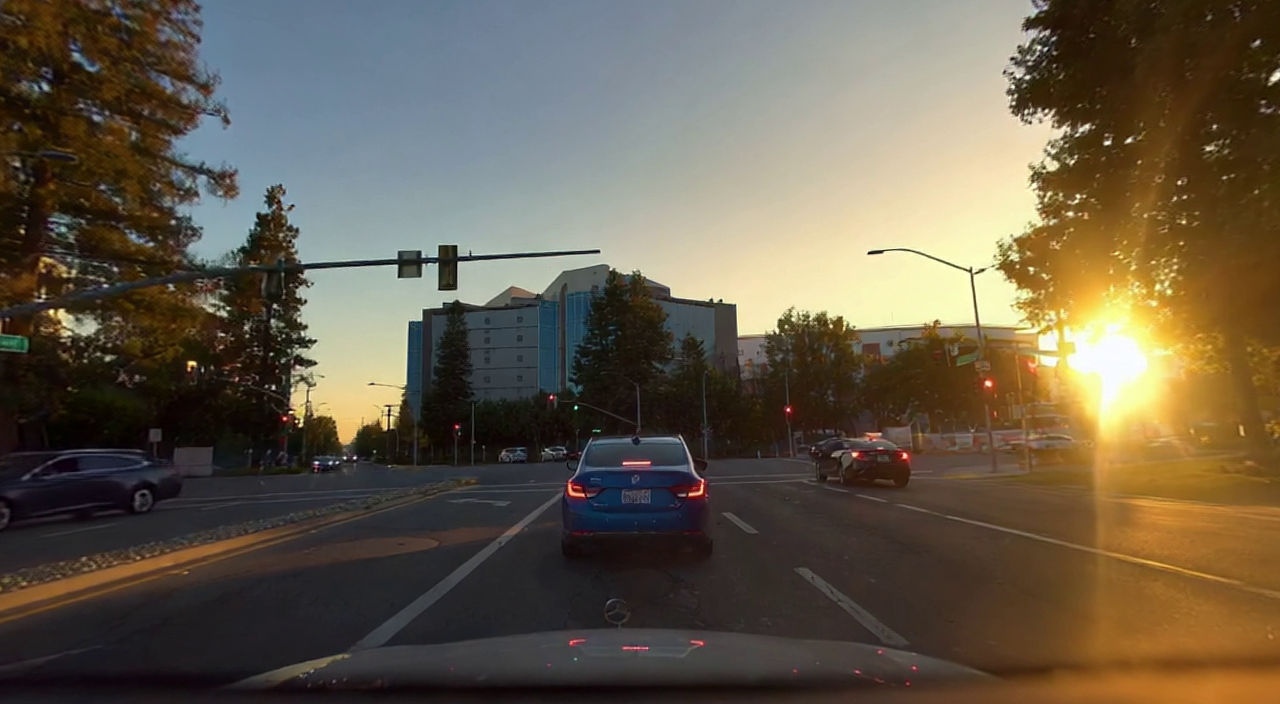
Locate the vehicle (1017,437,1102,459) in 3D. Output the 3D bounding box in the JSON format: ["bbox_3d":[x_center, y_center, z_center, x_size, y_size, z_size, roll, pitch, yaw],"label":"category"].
[{"bbox_3d":[29.281,6.680,44.128,4.563,1.454,2.056,1,-9,-5],"label":"vehicle"}]

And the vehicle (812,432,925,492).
[{"bbox_3d":[7.056,3.437,20.072,2.039,1.692,4.319,0,-8,1],"label":"vehicle"}]

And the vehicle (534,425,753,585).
[{"bbox_3d":[-0.021,1.764,8.152,2.070,1.488,4.206,0,-8,-2],"label":"vehicle"}]

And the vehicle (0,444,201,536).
[{"bbox_3d":[-12.645,2.947,14.242,2.097,1.710,4.649,0,-8,0],"label":"vehicle"}]
